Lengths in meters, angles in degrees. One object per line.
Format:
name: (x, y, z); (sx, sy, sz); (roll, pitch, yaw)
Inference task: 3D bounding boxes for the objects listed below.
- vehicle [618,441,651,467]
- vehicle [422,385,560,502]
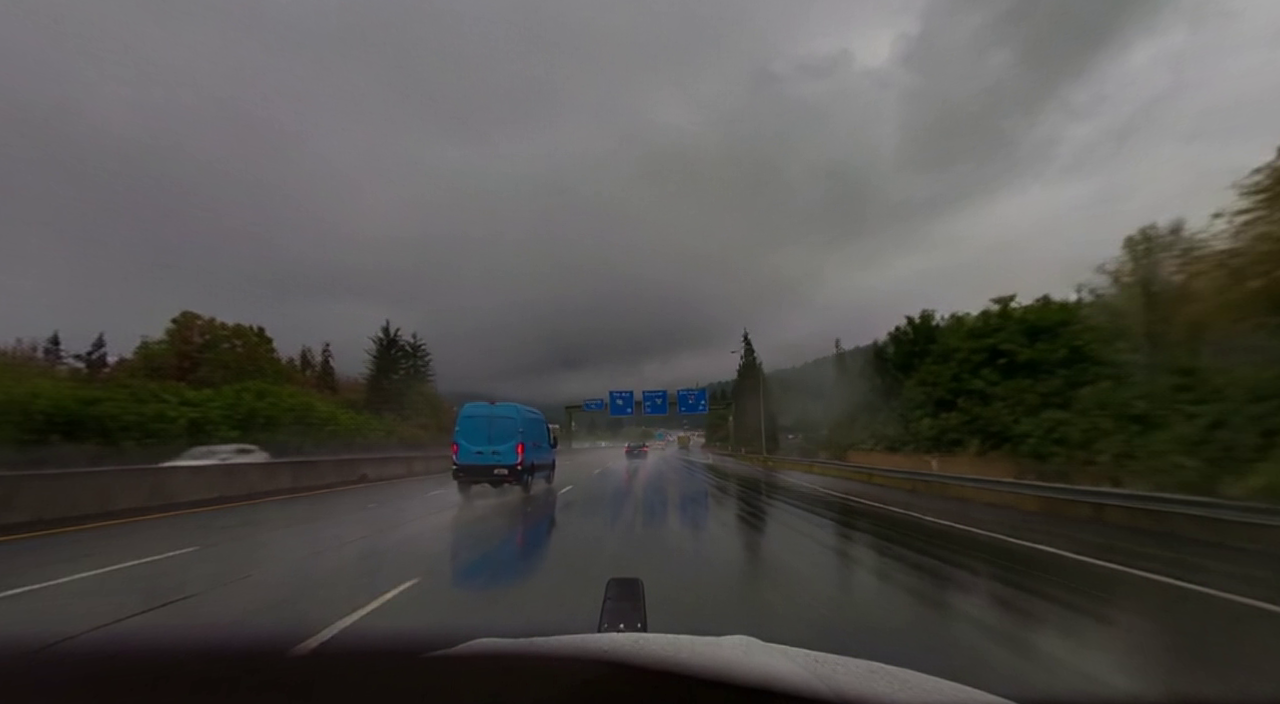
vehicle: (-0.357, 6.989, 43.238); (2.183, 1.662, 3.968); (0, -9, 0)
vehicle: (-3.872, 2.597, 17.829); (2.382, 2.736, 5.982); (0, -9, 0)
